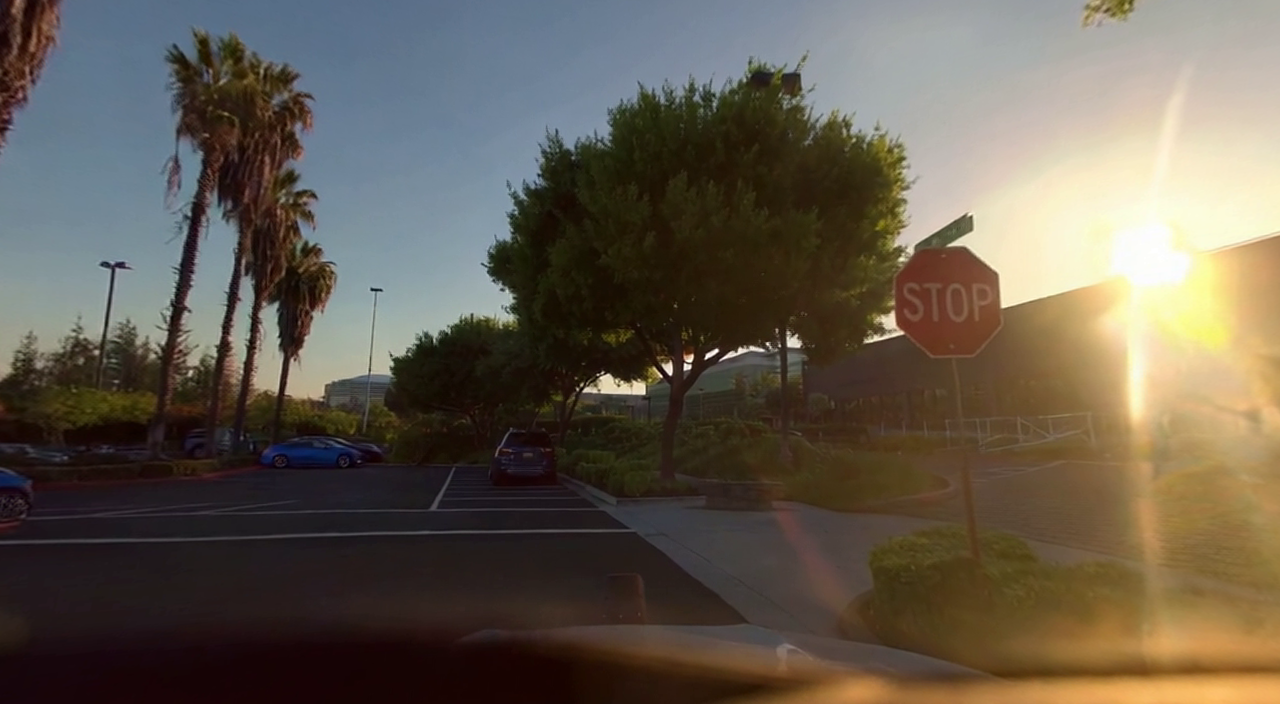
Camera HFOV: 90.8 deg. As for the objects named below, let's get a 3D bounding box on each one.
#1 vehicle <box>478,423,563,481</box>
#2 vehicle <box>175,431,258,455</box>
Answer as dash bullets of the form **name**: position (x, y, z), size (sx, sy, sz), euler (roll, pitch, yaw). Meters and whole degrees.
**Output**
- **vehicle**: position (-4.060, 3.290, 20.926), size (2.071, 1.700, 4.367), euler (3, -9, -19)
- **vehicle**: position (-28.412, 6.136, 42.558), size (4.457, 1.552, 1.748), euler (5, -10, -32)
